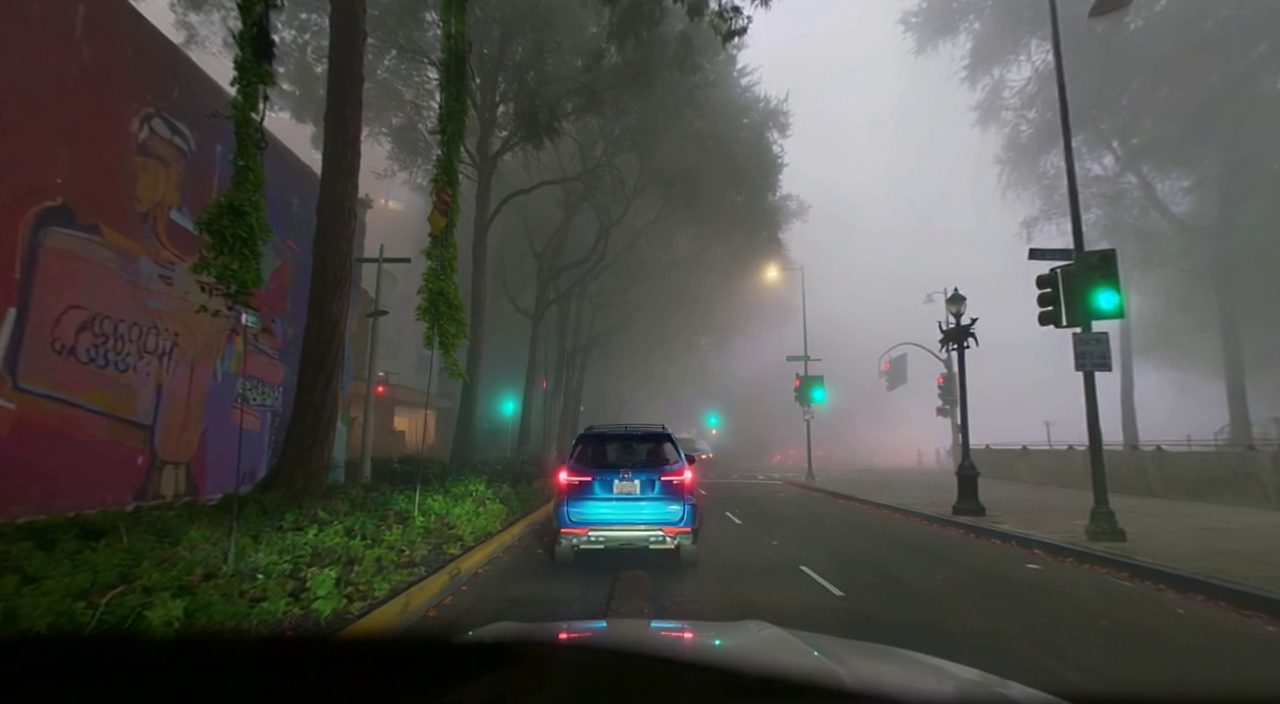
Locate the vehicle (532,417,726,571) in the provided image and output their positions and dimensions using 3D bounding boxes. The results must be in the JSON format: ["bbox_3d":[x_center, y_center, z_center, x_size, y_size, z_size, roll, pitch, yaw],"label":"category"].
[{"bbox_3d":[-0.133,1.818,8.779,2.079,1.621,3.861,0,-8,-1],"label":"vehicle"}]
